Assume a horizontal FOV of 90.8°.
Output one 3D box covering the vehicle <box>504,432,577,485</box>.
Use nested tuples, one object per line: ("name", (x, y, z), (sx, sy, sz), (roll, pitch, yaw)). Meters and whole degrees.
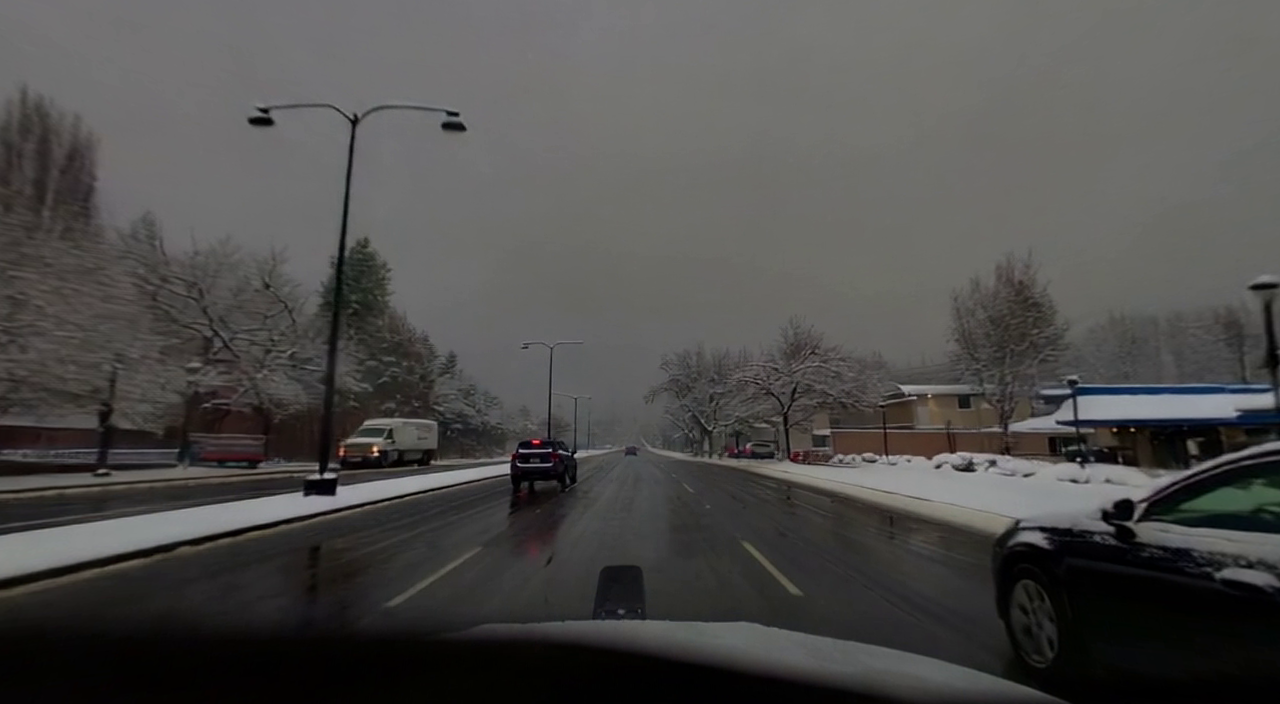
("vehicle", (-3.634, 3.979, 23.889), (1.997, 1.806, 4.500), (0, -9, 1))

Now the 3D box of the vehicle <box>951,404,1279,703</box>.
("vehicle", (3.375, 0.950, 2.359), (1.975, 1.502, 4.787), (0, -9, 0))

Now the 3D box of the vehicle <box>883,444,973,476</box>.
("vehicle", (16.864, 6.354, 37.179), (4.318, 1.733, 1.901), (-1, -9, -1))

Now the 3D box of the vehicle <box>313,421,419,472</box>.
("vehicle", (-20.402, 7.181, 48.110), (3.171, 3.397, 10.694), (0, -9, 1))
